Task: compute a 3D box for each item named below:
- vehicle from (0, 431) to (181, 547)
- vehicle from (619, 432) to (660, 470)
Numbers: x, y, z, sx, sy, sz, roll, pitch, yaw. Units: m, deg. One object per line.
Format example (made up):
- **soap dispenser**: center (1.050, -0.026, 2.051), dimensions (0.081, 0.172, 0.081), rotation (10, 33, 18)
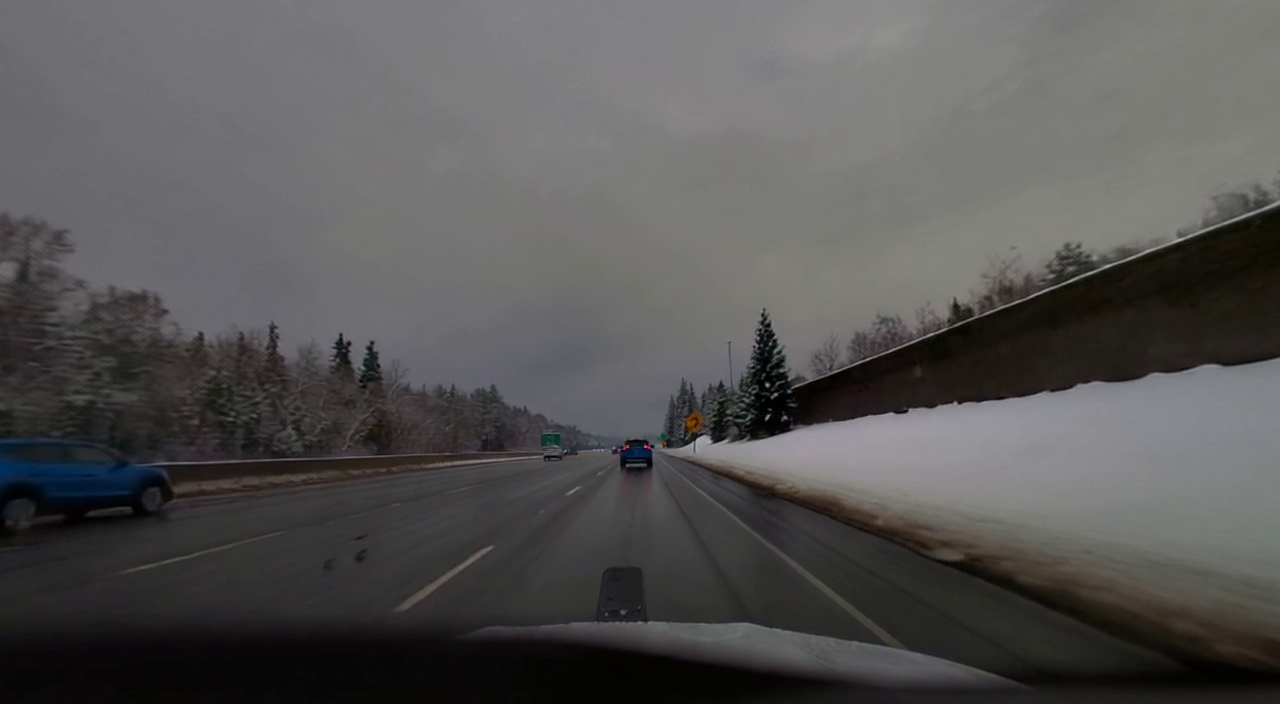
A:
- **vehicle**: center (-10.324, 2.151, 10.214), dimensions (2.037, 1.661, 4.885), rotation (0, -8, 1)
- **vehicle**: center (-0.027, 5.963, 38.183), dimensions (2.318, 2.145, 4.561), rotation (0, -8, 0)
